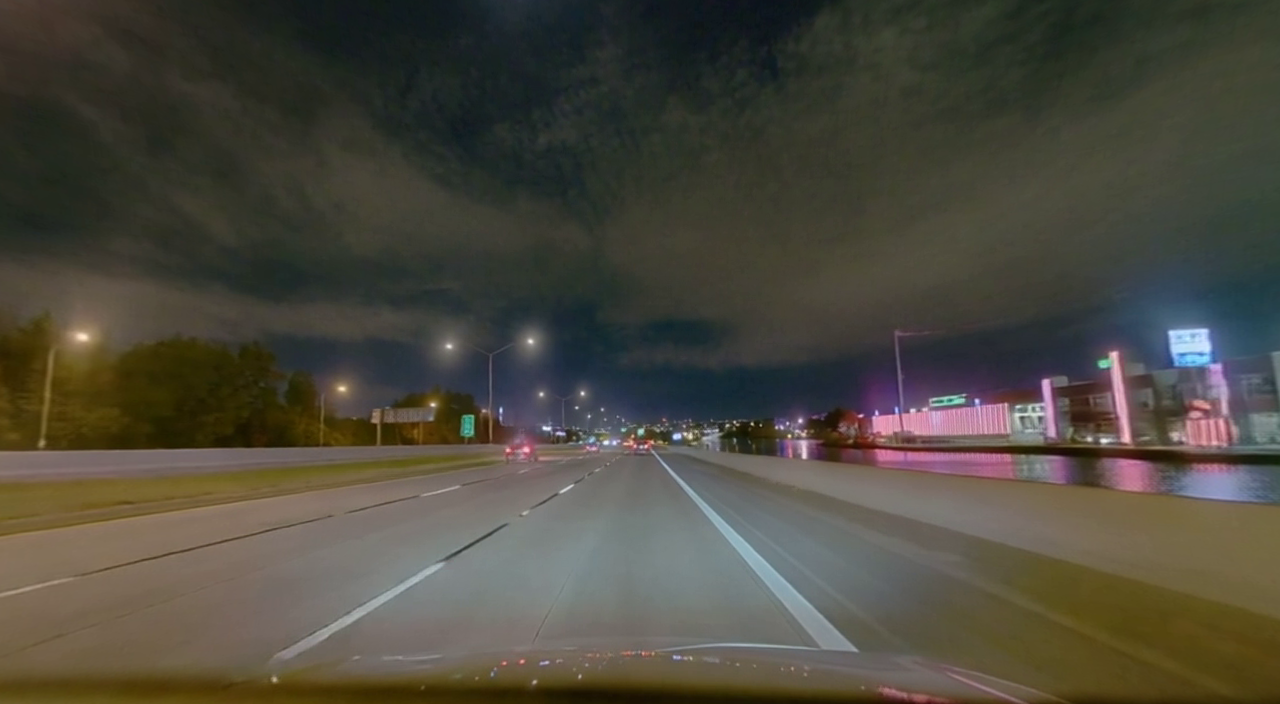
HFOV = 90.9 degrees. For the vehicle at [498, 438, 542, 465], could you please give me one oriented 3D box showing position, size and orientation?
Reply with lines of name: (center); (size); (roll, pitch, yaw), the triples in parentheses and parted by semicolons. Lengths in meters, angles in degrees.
vehicle: (-7.348, 6.118, 38.978); (1.946, 1.590, 4.042); (0, -8, 0)
